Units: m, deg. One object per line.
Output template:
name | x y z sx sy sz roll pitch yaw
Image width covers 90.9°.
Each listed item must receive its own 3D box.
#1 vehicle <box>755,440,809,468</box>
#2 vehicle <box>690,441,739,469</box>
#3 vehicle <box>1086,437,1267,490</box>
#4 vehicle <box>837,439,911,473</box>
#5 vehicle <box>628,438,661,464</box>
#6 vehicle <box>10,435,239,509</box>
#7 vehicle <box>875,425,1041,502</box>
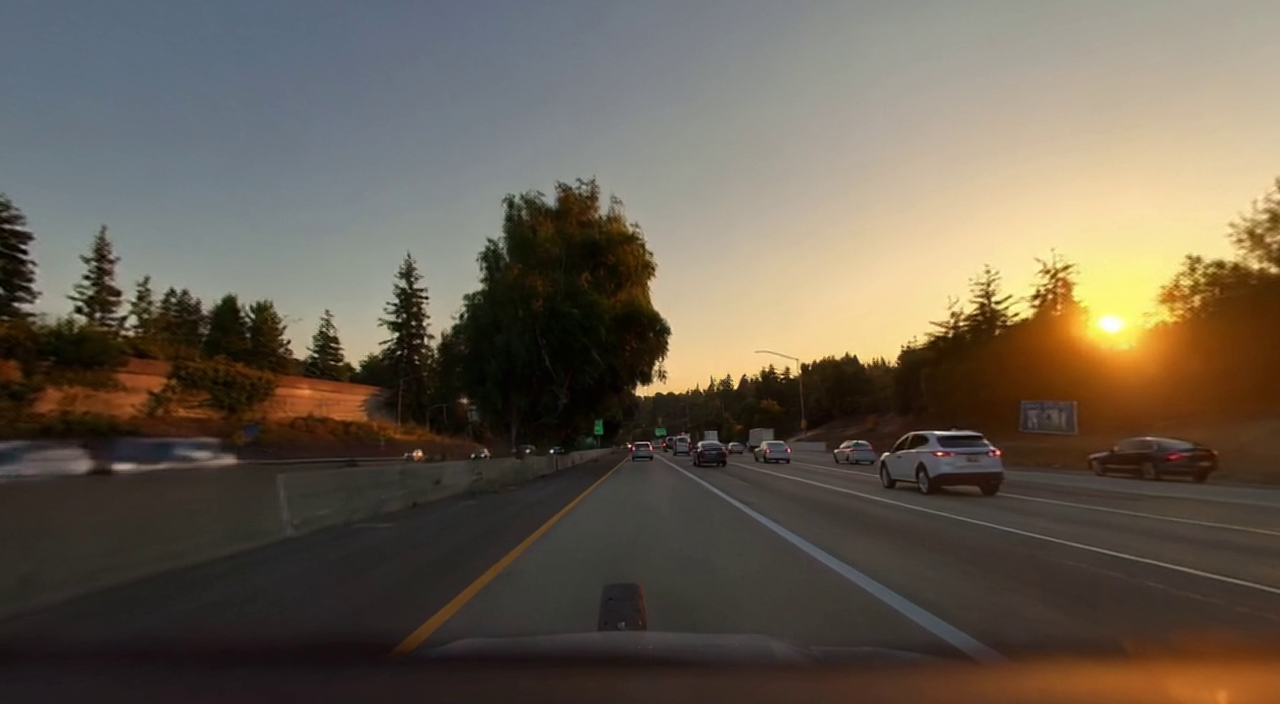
vehicle | 7.792 5.618 34.955 1.919 1.476 4.303 0 -8 -1
vehicle | 4.033 5.615 34.662 2.118 1.438 4.312 0 -8 -1
vehicle | 16.697 3.464 20.020 1.908 1.468 4.457 0 -8 2
vehicle | 10.885 4.859 29.659 1.845 1.456 4.240 0 -8 0
vehicle | 0.286 6.595 42.284 2.124 1.639 4.122 0 -8 0
vehicle | -13.939 3.244 17.633 2.057 1.734 5.135 0 -8 0
vehicle | 7.892 2.797 16.206 1.986 1.703 4.226 0 -8 -1
